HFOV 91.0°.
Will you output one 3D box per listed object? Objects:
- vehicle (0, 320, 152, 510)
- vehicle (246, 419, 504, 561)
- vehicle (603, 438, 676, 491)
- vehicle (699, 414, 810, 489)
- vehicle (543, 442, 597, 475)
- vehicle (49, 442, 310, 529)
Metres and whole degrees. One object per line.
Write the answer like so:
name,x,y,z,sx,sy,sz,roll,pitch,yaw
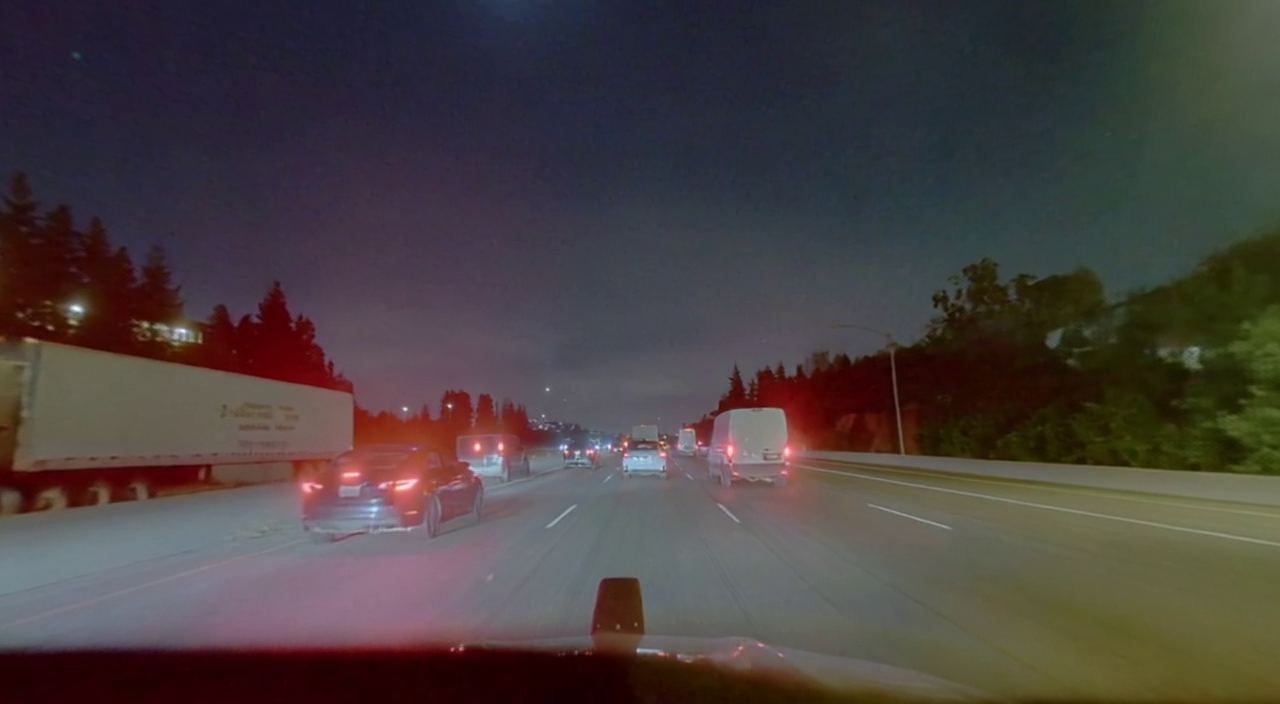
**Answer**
vehicle,-15.269,1.297,13.084,3.043,4.038,8.794,0,-9,0
vehicle,-3.497,1.900,9.382,1.956,1.602,4.258,0,-9,0
vehicle,-0.034,3.464,19.742,2.053,1.461,3.941,0,-9,0
vehicle,3.499,3.232,20.611,2.460,2.086,5.576,0,-9,-1
vehicle,-3.299,5.094,30.402,2.062,1.459,4.365,0,-9,1
vehicle,-9.022,2.604,12.996,1.937,1.450,4.569,0,-9,0
